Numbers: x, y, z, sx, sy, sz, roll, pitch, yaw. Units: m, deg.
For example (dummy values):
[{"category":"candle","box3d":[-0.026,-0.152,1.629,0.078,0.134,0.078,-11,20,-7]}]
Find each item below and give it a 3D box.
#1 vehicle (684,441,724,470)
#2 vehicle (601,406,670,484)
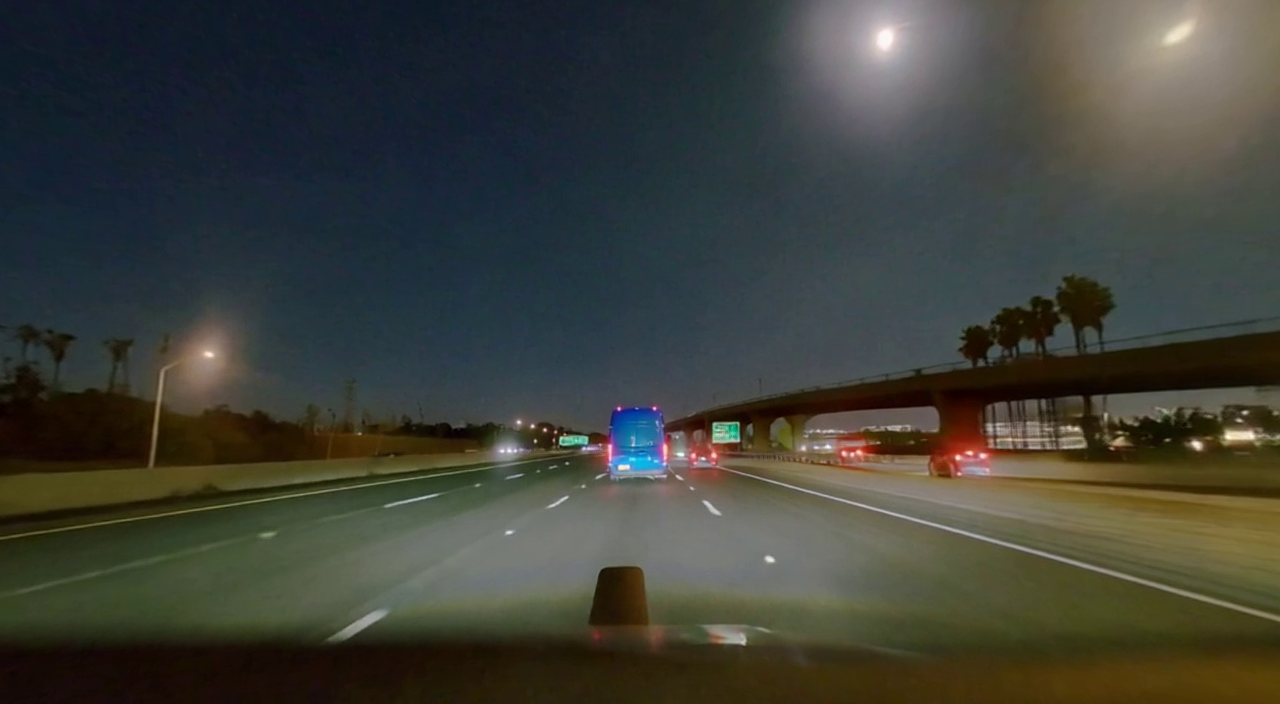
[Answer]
[{"category":"vehicle","box3d":[3.868,6.338,38.625,1.987,1.648,3.984,0,-9,0]},{"category":"vehicle","box3d":[-0.056,3.761,25.423,2.476,2.776,5.598,0,-9,3]}]
